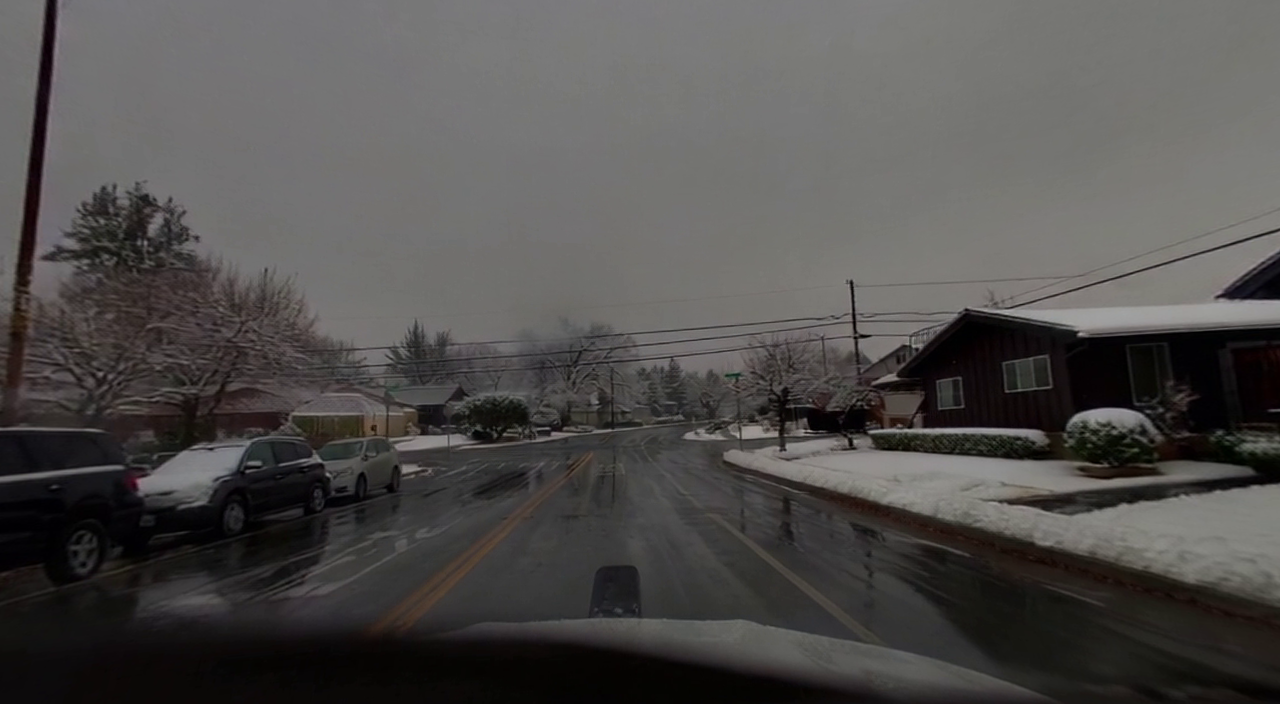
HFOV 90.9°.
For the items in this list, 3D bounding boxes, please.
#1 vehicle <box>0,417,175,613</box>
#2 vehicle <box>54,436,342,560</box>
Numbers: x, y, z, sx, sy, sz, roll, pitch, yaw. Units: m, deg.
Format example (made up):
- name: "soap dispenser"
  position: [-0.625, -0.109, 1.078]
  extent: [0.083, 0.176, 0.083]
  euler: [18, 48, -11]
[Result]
- name: "vehicle"
  position: [-6.671, 1.444, 5.473]
  extent: [1.865, 1.750, 4.507]
  euler: [0, -8, -1]
- name: "vehicle"
  position: [-6.567, 2.119, 9.995]
  extent: [1.777, 1.554, 3.790]
  euler: [0, -8, 0]
